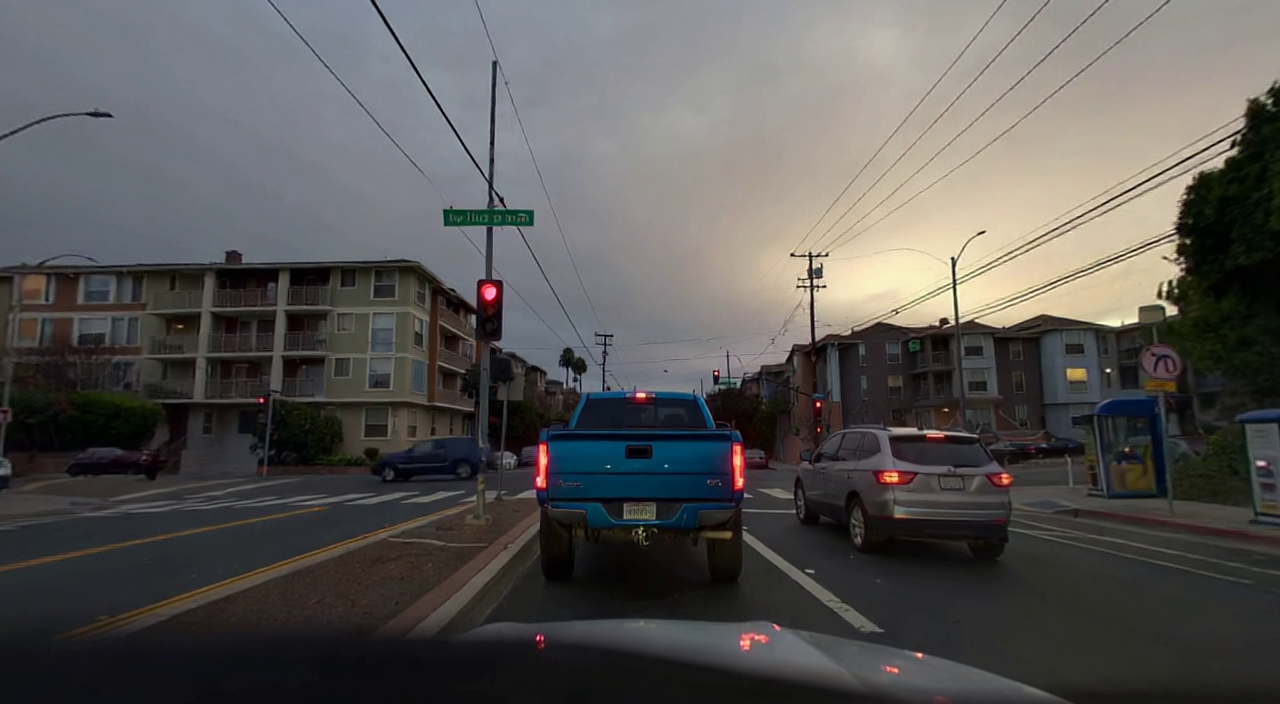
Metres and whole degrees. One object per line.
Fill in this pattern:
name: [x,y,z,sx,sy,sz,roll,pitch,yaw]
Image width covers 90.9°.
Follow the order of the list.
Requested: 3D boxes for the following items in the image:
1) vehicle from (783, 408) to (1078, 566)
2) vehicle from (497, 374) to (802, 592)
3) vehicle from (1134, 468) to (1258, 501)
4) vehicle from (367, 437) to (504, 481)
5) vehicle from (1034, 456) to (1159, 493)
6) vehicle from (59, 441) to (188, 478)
vehicle: [3.837,1.877,9.561,2.131,1.759,4.762,0,-8,-1]
vehicle: [0.116,1.553,8.300,2.738,1.959,5.070,0,-8,1]
vehicle: [26.361,6.282,30.001,4.071,1.388,1.884,0,-8,1]
vehicle: [-8.500,4.480,26.583,5.043,1.766,1.980,0,-8,0]
vehicle: [21.741,5.831,30.151,4.498,1.618,1.843,0,-9,0]
vehicle: [-24.859,5.171,30.443,4.563,1.692,1.778,0,-8,-1]
